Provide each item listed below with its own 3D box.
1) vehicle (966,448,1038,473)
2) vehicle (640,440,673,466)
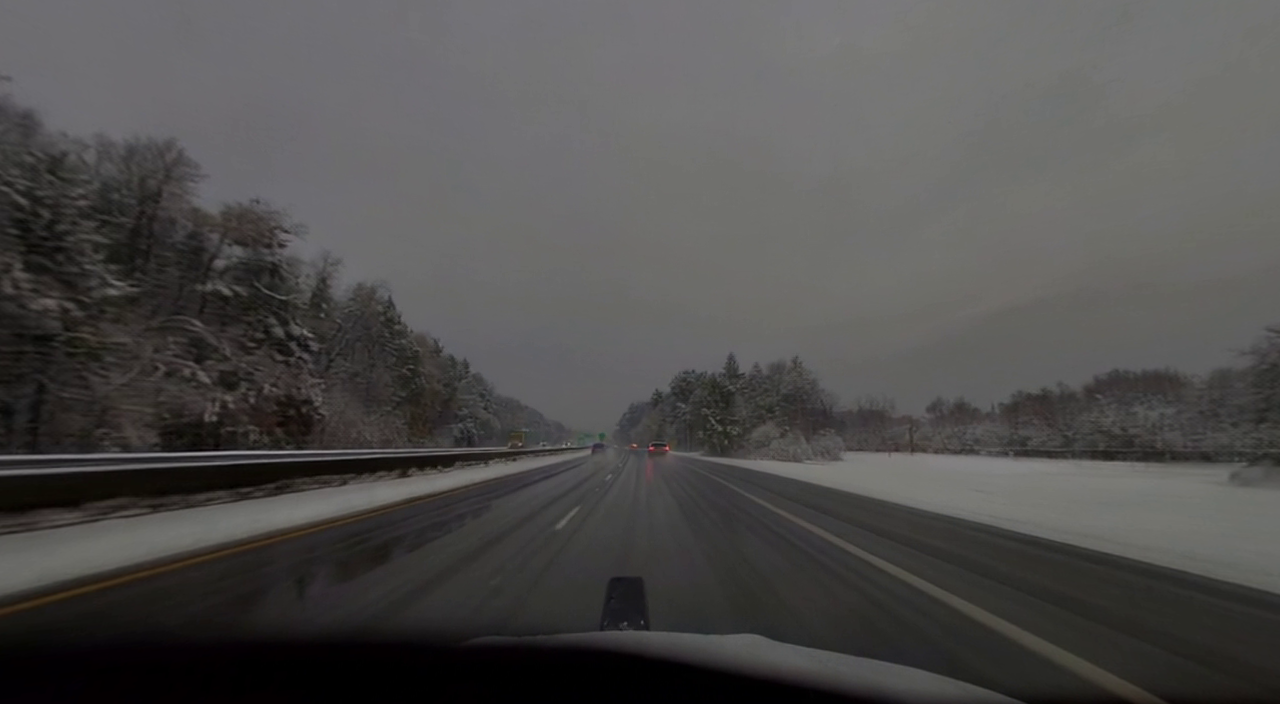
[{"bbox_3d":[24.916,7.458,43.446,1.938,1.534,4.006,2,-9,-16],"label":"vehicle"},{"bbox_3d":[0.990,6.329,39.601,1.966,1.542,3.979,0,-8,-1],"label":"vehicle"}]
